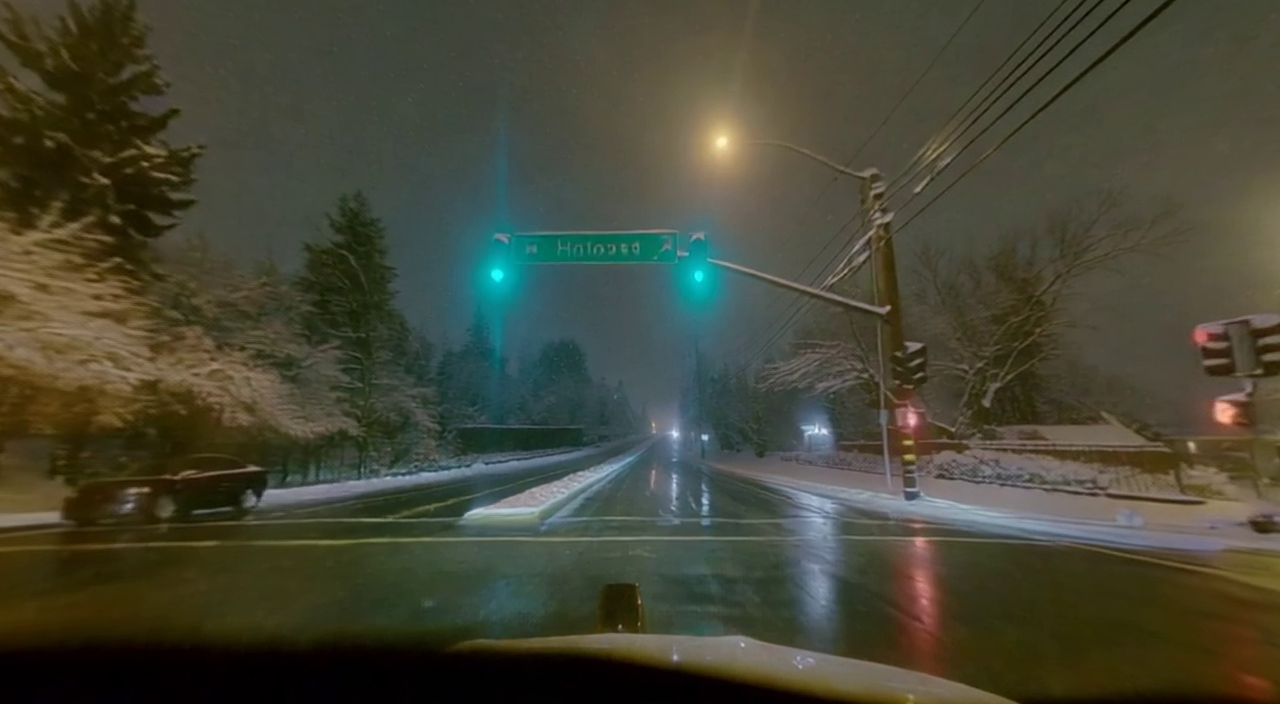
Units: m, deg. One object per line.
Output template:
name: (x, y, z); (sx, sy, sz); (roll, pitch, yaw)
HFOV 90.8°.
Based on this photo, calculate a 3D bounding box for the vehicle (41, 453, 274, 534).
vehicle: (-10.551, 3.066, 14.341); (1.983, 1.482, 4.190); (0, -9, 0)
